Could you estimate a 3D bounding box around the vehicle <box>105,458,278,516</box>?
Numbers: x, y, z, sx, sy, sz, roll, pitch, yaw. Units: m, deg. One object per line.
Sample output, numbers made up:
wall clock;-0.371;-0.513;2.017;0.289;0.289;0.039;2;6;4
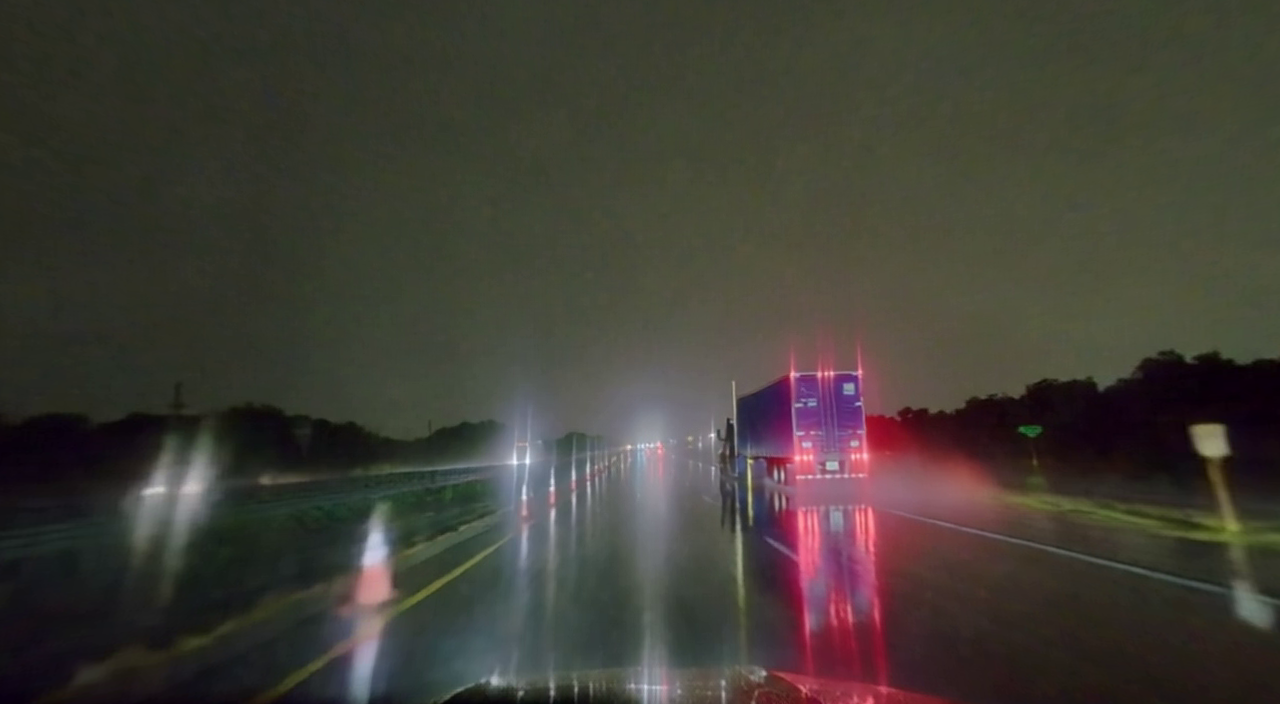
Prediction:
vehicle;-13.136;3.949;18.918;1.869;1.455;4.529;0;-9;0
